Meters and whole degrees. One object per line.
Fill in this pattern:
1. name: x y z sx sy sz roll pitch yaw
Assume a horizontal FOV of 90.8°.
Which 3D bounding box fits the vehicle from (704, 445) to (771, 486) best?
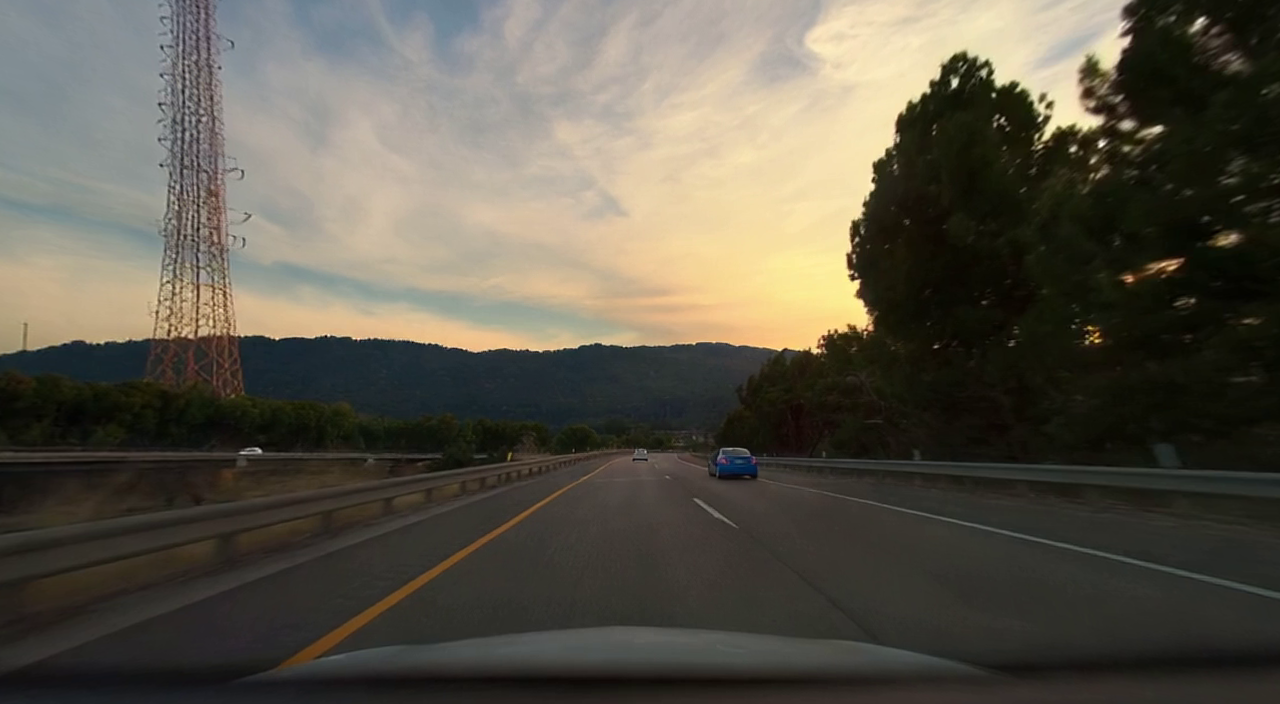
1. vehicle: 3.915 4.638 26.098 2.030 1.526 4.165 0 -9 -1
